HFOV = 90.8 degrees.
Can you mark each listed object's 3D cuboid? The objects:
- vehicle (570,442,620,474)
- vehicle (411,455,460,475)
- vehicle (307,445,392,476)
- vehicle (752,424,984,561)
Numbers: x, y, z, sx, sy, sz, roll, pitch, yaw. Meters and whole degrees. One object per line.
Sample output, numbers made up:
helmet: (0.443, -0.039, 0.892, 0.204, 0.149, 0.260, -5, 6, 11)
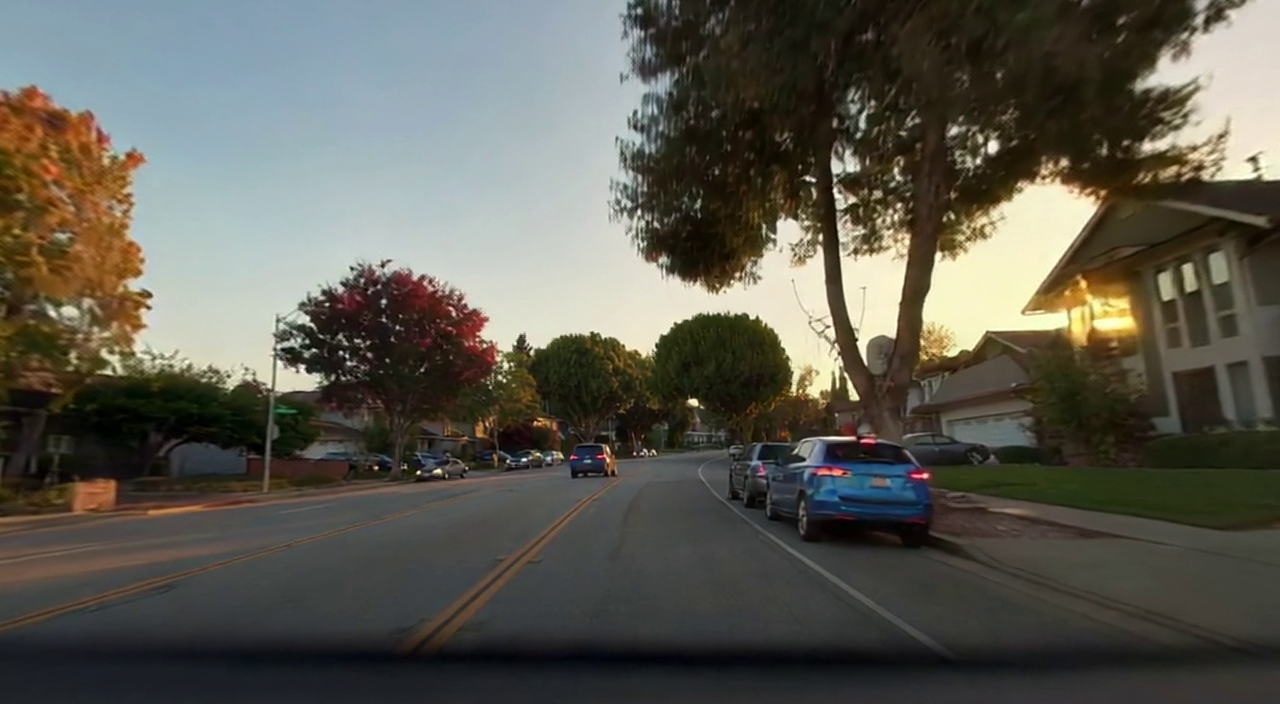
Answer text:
vehicle: (-2.534, 6.101, 36.608, 2.135, 1.731, 4.232, -1, -9, 6)
vehicle: (-15.621, 8.623, 48.556, 1.872, 1.396, 4.150, -1, -9, 8)
vehicle: (-19.079, 7.157, 41.624, 4.628, 1.808, 1.899, 0, -12, 7)
vehicle: (3.445, 2.220, 10.842, 2.147, 1.725, 4.927, 2, -8, 0)
